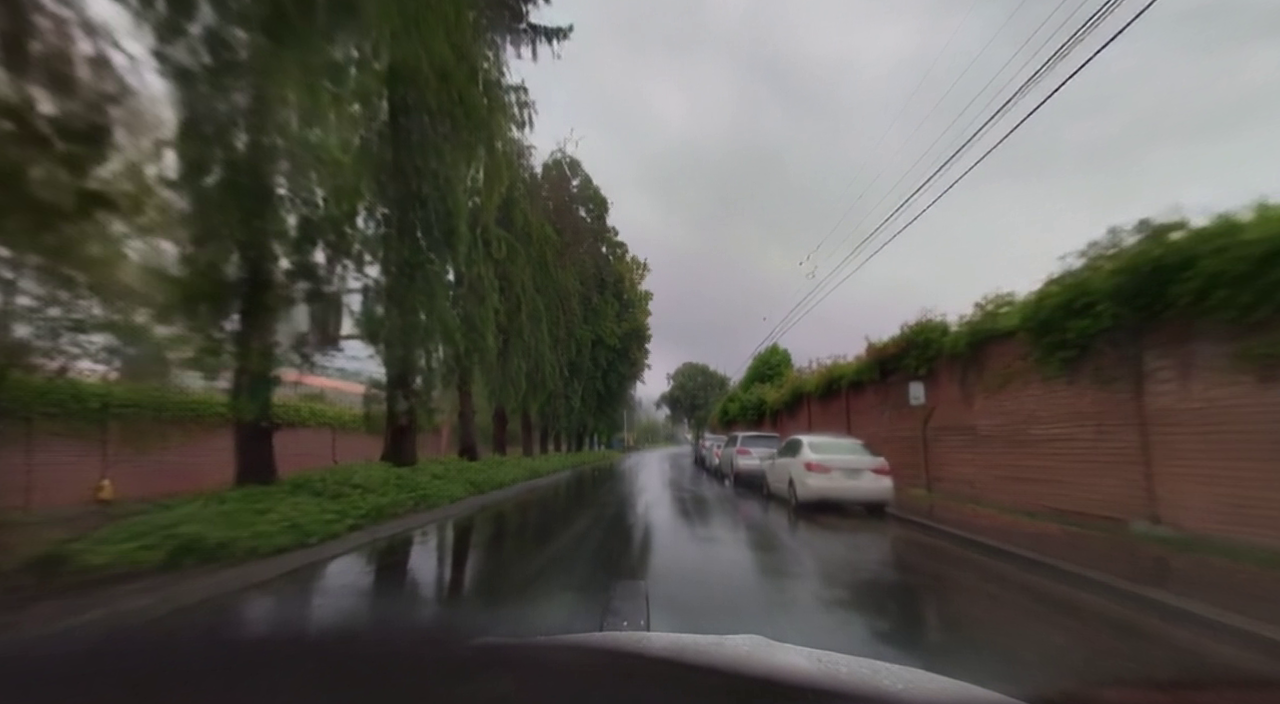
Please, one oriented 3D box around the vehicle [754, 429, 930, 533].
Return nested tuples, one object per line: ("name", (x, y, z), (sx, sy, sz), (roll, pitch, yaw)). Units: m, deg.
("vehicle", (3.838, 2.490, 13.172), (2.048, 1.596, 5.543), (2, -8, 2))
